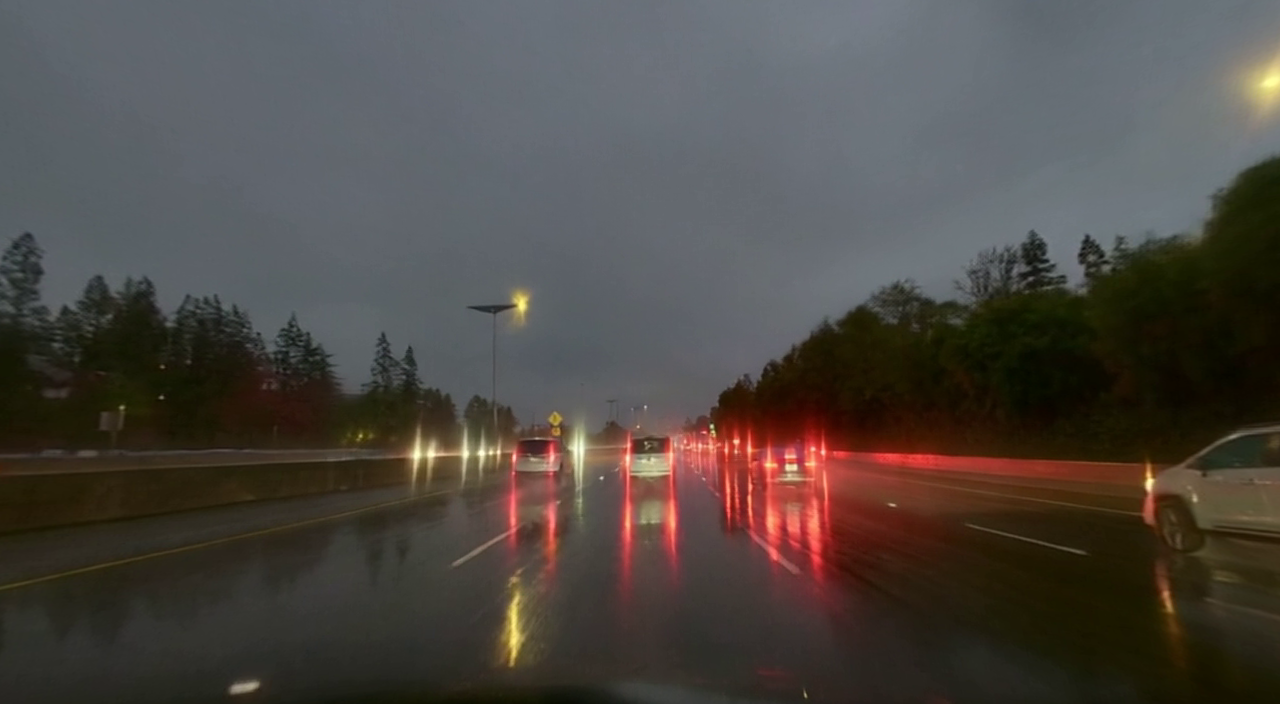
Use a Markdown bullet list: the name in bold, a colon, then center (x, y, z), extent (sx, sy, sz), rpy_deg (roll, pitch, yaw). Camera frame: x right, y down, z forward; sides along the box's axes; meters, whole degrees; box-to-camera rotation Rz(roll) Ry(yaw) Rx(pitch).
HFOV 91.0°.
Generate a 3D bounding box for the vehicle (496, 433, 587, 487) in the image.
- **vehicle**: center (-3.269, 3.725, 21.942), extent (2.128, 1.627, 4.697), rpy_deg (0, -9, 3)

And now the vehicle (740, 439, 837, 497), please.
- **vehicle**: center (4.347, 3.452, 19.172), extent (1.999, 1.514, 4.338), rpy_deg (0, -9, 2)

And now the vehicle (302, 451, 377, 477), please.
- **vehicle**: center (-19.233, 7.176, 40.639), extent (2.130, 1.523, 4.922), rpy_deg (0, -9, 4)

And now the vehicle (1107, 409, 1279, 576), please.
- **vehicle**: center (7.409, 1.393, 6.167), extent (2.028, 1.657, 4.823), rpy_deg (0, -9, 1)

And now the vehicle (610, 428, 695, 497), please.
- **vehicle**: center (0.393, 3.134, 18.184), extent (2.181, 1.728, 3.970), rpy_deg (0, -9, 2)
